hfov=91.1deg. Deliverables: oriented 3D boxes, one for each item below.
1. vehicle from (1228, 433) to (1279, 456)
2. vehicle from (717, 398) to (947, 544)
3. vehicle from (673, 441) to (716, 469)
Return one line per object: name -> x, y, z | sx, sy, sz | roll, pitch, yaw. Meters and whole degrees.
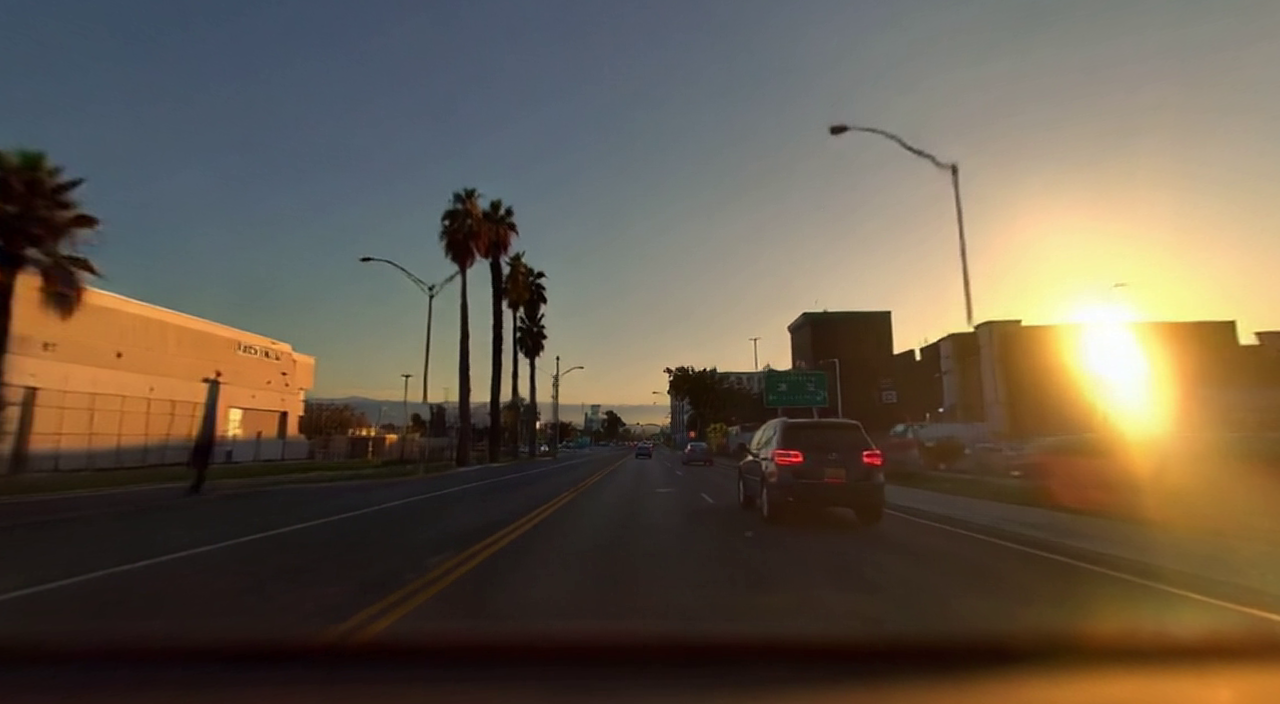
vehicle -> 46.636, 6.981, 47.293 | 4.300, 1.684, 1.992 | 5, -10, -29
vehicle -> 2.965, 2.029, 11.441 | 2.386, 1.970, 5.665 | 0, -8, 0
vehicle -> 3.201, 6.162, 37.713 | 2.148, 1.562, 4.642 | 0, -8, 0
